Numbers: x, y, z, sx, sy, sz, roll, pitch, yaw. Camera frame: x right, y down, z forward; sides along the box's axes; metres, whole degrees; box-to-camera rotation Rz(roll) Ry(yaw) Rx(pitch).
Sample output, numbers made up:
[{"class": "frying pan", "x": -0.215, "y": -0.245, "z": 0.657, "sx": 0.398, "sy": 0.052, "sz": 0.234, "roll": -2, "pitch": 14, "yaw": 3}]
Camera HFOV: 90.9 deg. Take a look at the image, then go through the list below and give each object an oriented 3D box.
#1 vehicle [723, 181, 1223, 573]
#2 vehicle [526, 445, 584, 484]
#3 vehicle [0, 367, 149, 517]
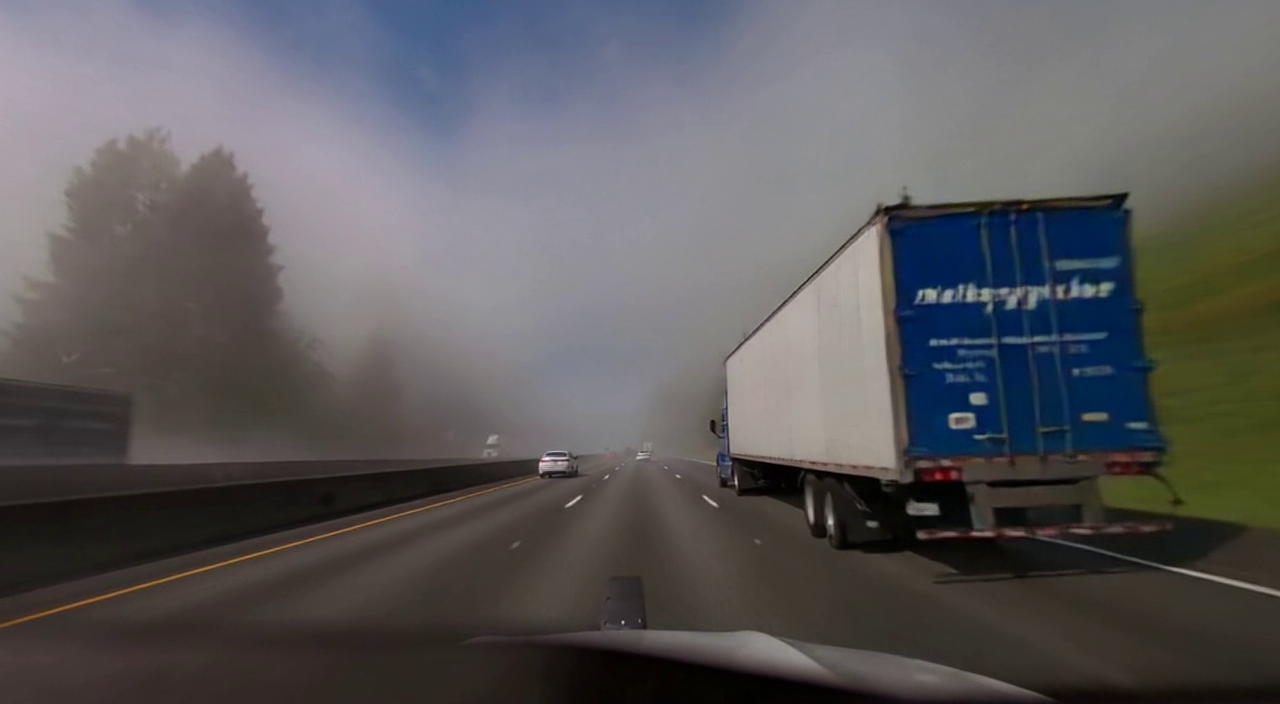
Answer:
[{"class": "vehicle", "x": 4.163, "y": 1.240, "z": 13.324, "sx": 3.025, "sy": 4.005, "sz": 14.010, "roll": 0, "pitch": -9, "yaw": 0}, {"class": "vehicle", "x": -3.550, "y": 4.790, "z": 27.082, "sx": 1.918, "sy": 1.510, "sz": 4.006, "roll": 0, "pitch": -9, "yaw": 1}, {"class": "vehicle", "x": -19.084, "y": 2.198, "z": 15.525, "sx": 2.947, "sy": 4.086, "sz": 13.663, "roll": 0, "pitch": -9, "yaw": 0}]
